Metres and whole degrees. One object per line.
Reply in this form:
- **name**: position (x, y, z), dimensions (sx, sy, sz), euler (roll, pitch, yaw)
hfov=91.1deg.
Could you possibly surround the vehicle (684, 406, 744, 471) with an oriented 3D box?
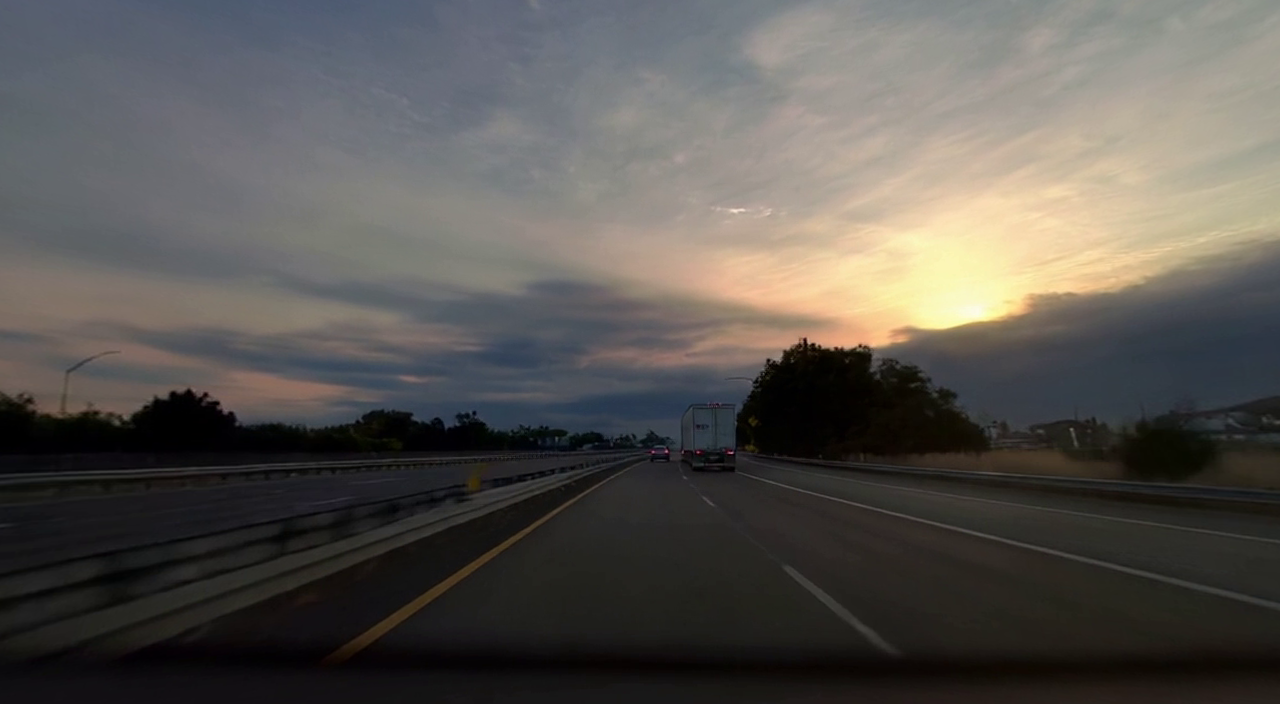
- **vehicle**: position (5.053, 6.324, 45.522), dimensions (2.965, 4.028, 12.529), euler (0, -9, 1)
